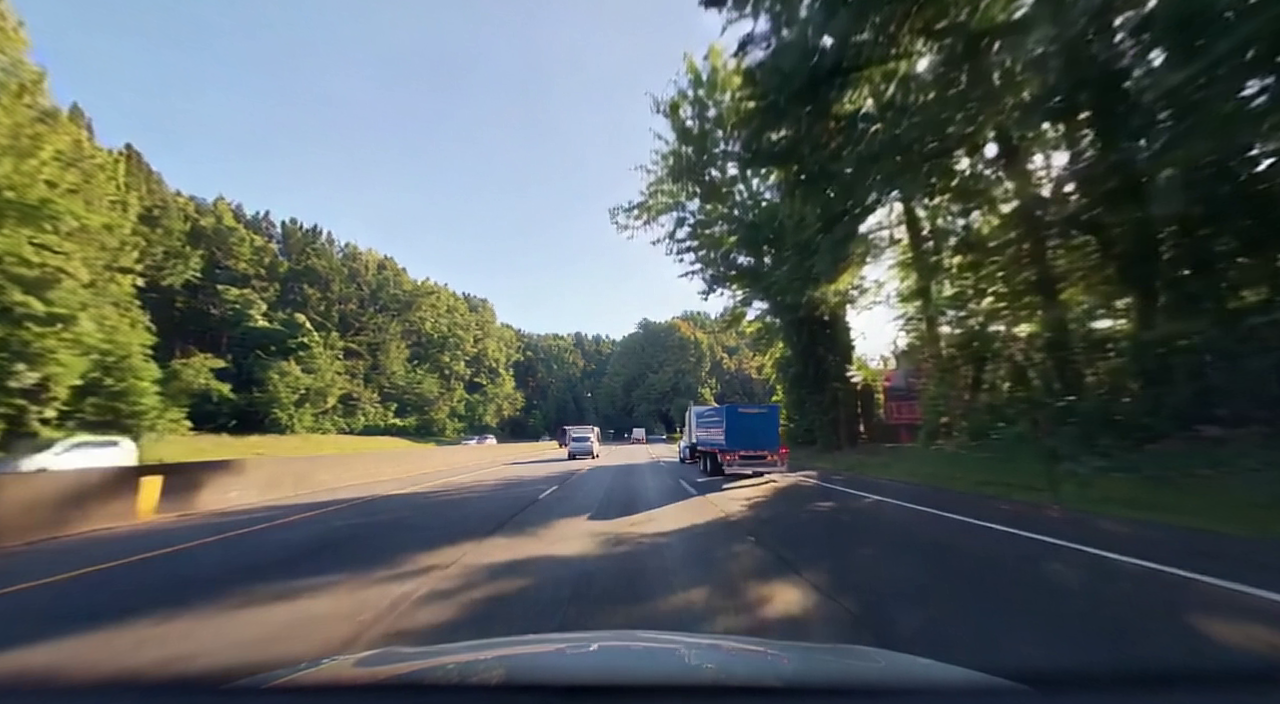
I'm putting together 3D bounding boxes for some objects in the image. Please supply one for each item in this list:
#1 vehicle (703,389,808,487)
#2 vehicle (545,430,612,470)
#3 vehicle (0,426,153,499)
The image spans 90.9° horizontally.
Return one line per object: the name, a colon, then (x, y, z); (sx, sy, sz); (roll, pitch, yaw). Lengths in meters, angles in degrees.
vehicle: (3.254, 2.527, 18.705); (2.256, 2.568, 4.049); (0, -8, -1)
vehicle: (-2.470, 4.075, 26.483); (2.195, 1.529, 4.572); (0, -8, 2)
vehicle: (-14.717, 2.654, 15.663); (1.880, 1.549, 4.172); (0, -8, 0)
